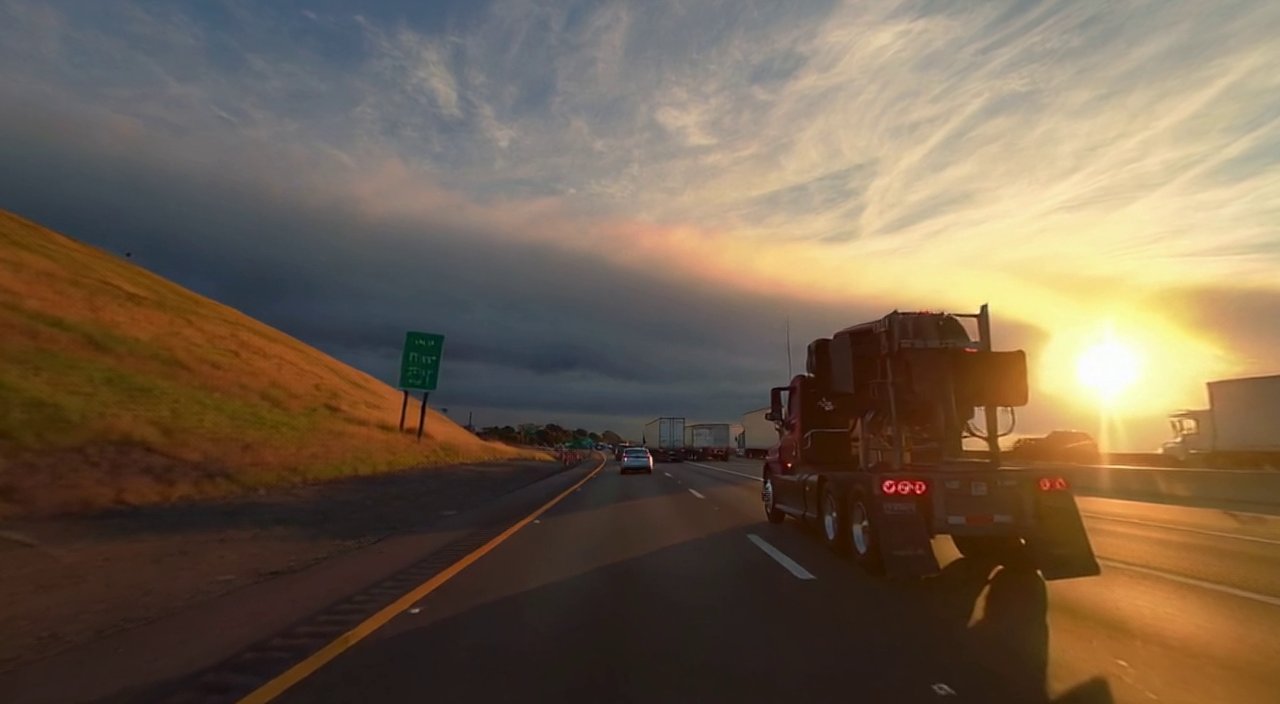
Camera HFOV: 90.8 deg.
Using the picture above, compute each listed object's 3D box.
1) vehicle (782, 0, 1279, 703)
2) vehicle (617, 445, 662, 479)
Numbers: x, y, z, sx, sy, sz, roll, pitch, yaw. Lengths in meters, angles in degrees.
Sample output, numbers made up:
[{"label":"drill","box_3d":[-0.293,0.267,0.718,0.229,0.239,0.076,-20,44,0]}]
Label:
[{"label":"vehicle","box_3d":[3.611,-0.227,2.662,2.874,4.065,14.243,0,-9,1]},{"label":"vehicle","box_3d":[-0.051,4.993,28.828,1.927,1.437,3.794,0,-9,-1]}]
